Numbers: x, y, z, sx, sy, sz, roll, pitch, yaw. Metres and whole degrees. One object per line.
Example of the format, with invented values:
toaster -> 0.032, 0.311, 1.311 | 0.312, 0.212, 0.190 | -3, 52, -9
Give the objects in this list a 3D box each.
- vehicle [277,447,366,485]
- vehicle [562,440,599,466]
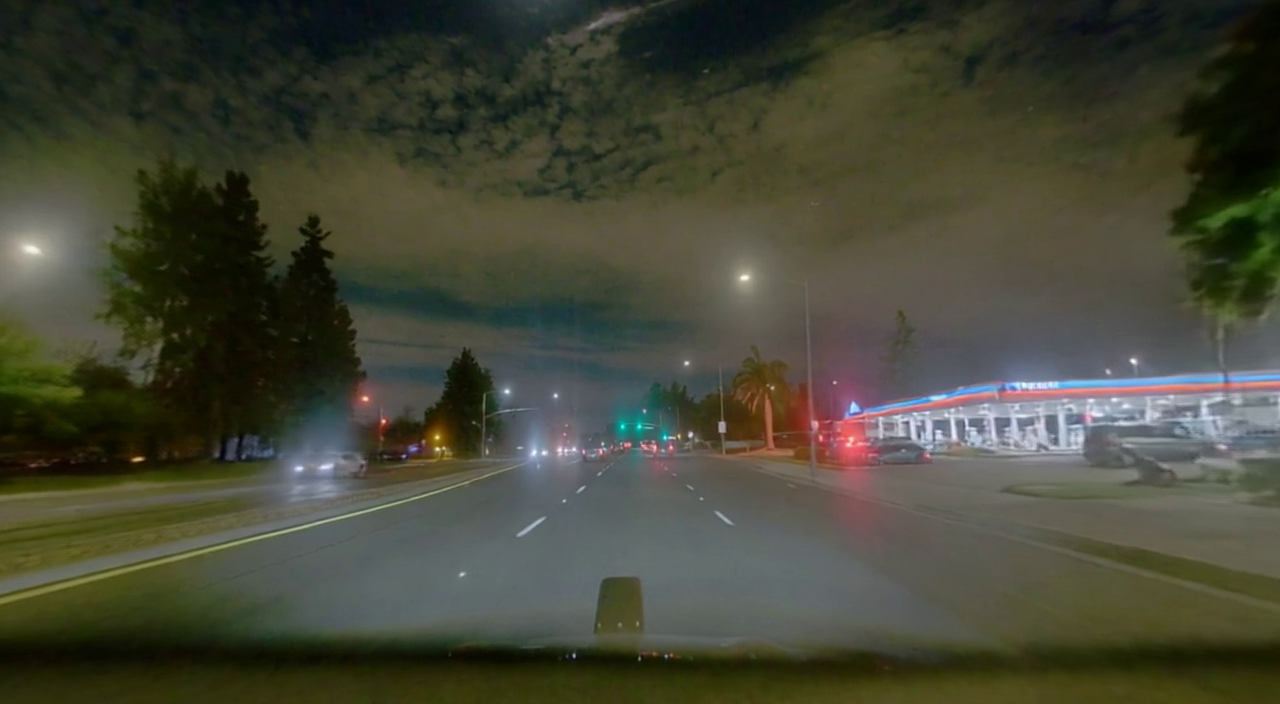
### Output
vehicle -> -14.808, 5.303, 29.673 | 1.939, 1.594, 4.284 | -1, -8, 0
vehicle -> -3.994, 6.832, 43.082 | 2.040, 1.661, 4.573 | 0, -8, 0
